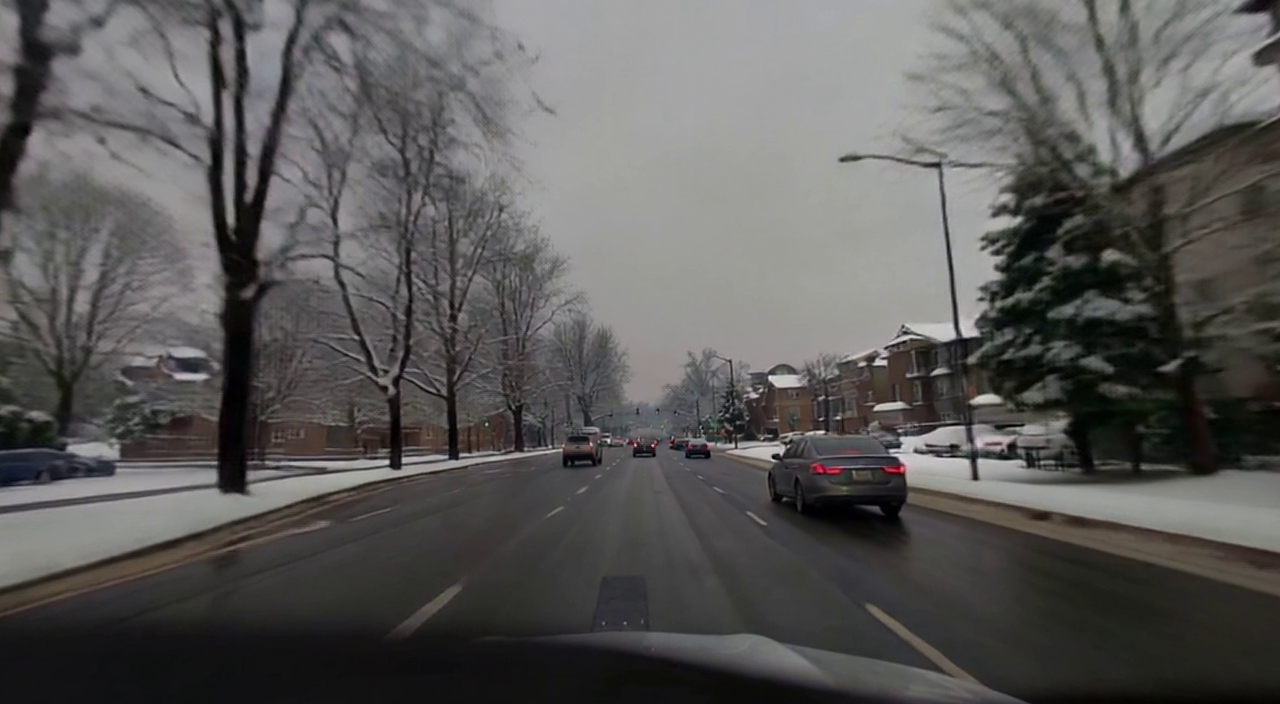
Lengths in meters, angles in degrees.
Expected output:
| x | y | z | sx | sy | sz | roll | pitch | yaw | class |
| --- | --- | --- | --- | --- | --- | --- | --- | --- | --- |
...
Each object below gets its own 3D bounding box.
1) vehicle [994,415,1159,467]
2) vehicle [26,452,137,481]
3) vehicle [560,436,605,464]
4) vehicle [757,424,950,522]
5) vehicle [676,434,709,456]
| x | y | z | sx | sy | sz | roll | pitch | yaw | class |
| --- | --- | --- | --- | --- | --- | --- | --- | --- | --- |
| 15.748 | 3.257 | 22.953 | 4.410 | 1.795 | 2.078 | 0 | -9 | -1 | vehicle |
| -31.044 | 6.325 | 35.108 | 2.067 | 1.497 | 4.306 | -8 | -12 | 42 | vehicle |
| -3.190 | 5.592 | 35.987 | 2.049 | 1.485 | 4.656 | 0 | -8 | 1 | vehicle |
| 3.730 | 2.217 | 12.092 | 2.128 | 1.502 | 4.572 | 0 | -9 | 1 | vehicle |
| 4.026 | 7.235 | 49.034 | 2.137 | 1.646 | 4.488 | 0 | -9 | 0 | vehicle |
